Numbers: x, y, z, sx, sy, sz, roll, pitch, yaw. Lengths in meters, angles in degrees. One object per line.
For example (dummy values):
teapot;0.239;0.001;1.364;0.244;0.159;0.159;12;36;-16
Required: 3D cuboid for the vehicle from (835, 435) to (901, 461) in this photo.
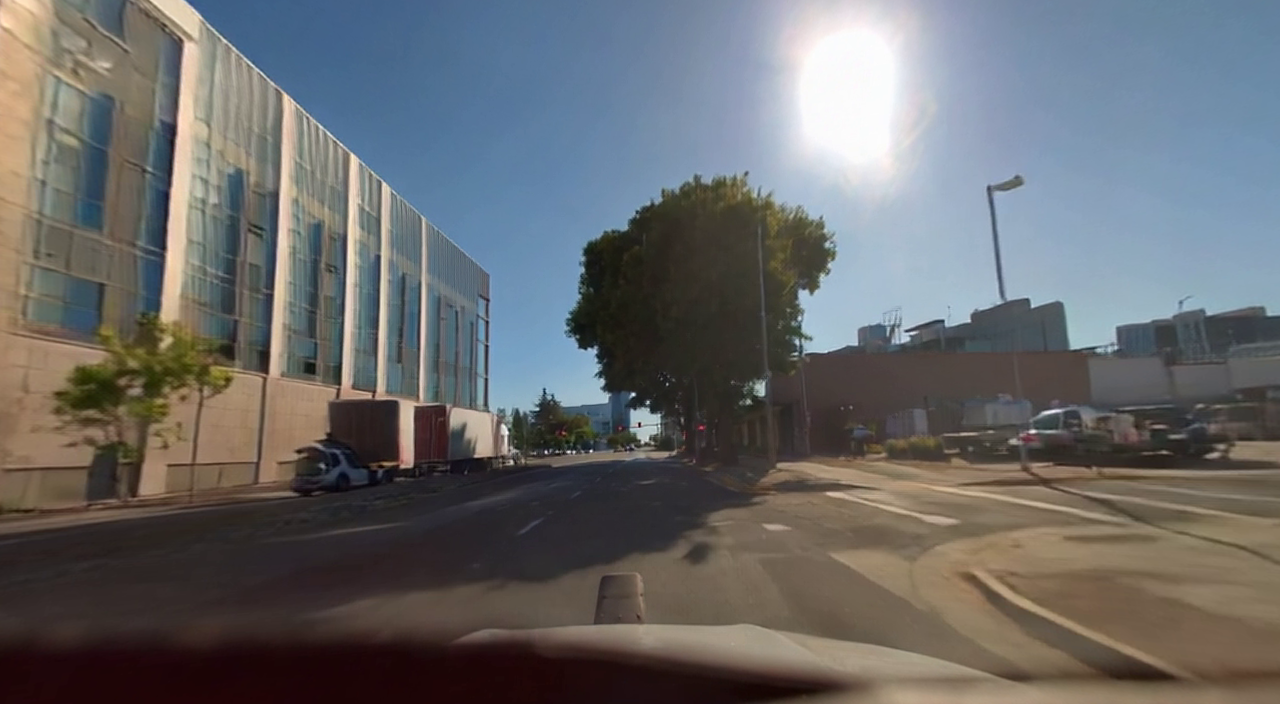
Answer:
vehicle;15.043;6.338;41.603;3.627;1.567;1.774;-2;-8;2
